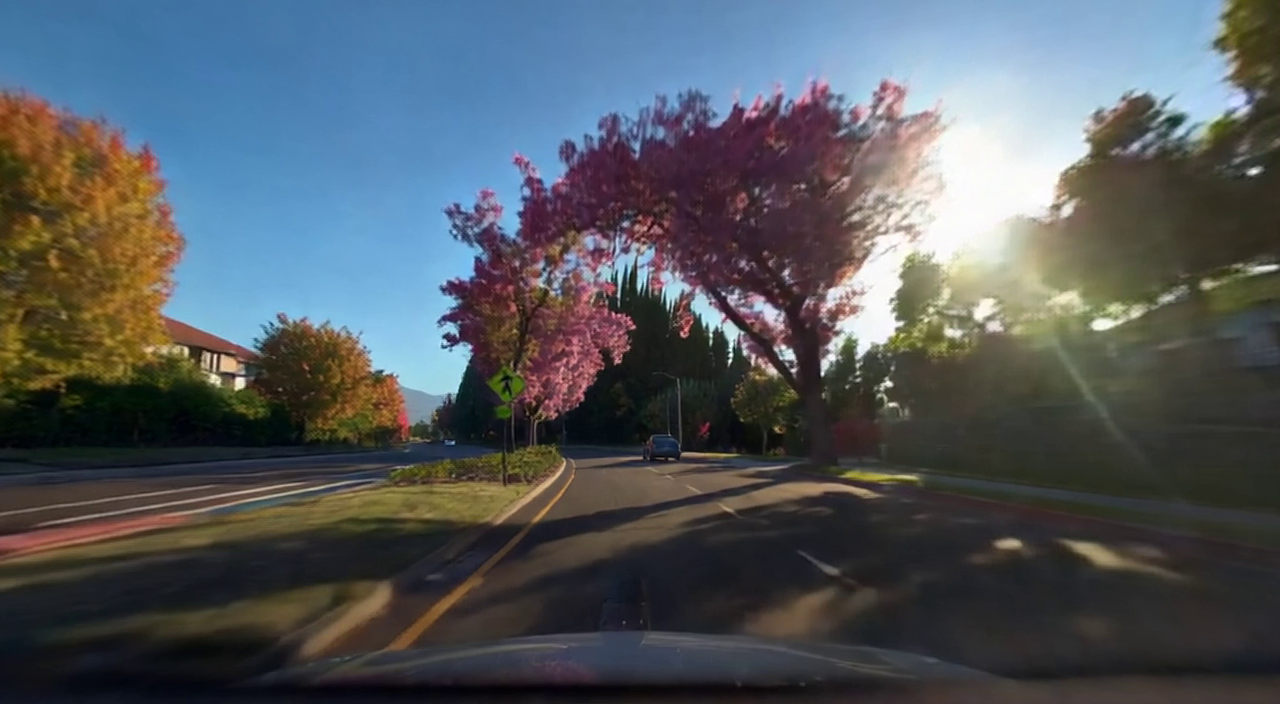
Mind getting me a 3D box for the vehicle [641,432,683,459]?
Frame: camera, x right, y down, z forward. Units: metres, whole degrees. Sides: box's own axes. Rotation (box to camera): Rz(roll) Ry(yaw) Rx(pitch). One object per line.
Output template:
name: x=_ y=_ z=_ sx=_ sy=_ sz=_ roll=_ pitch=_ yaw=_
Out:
vehicle: x=1.502 y=6.645 z=44.788 sx=2.166 sy=1.828 sz=4.607 roll=1 pitch=-8 yaw=-9
